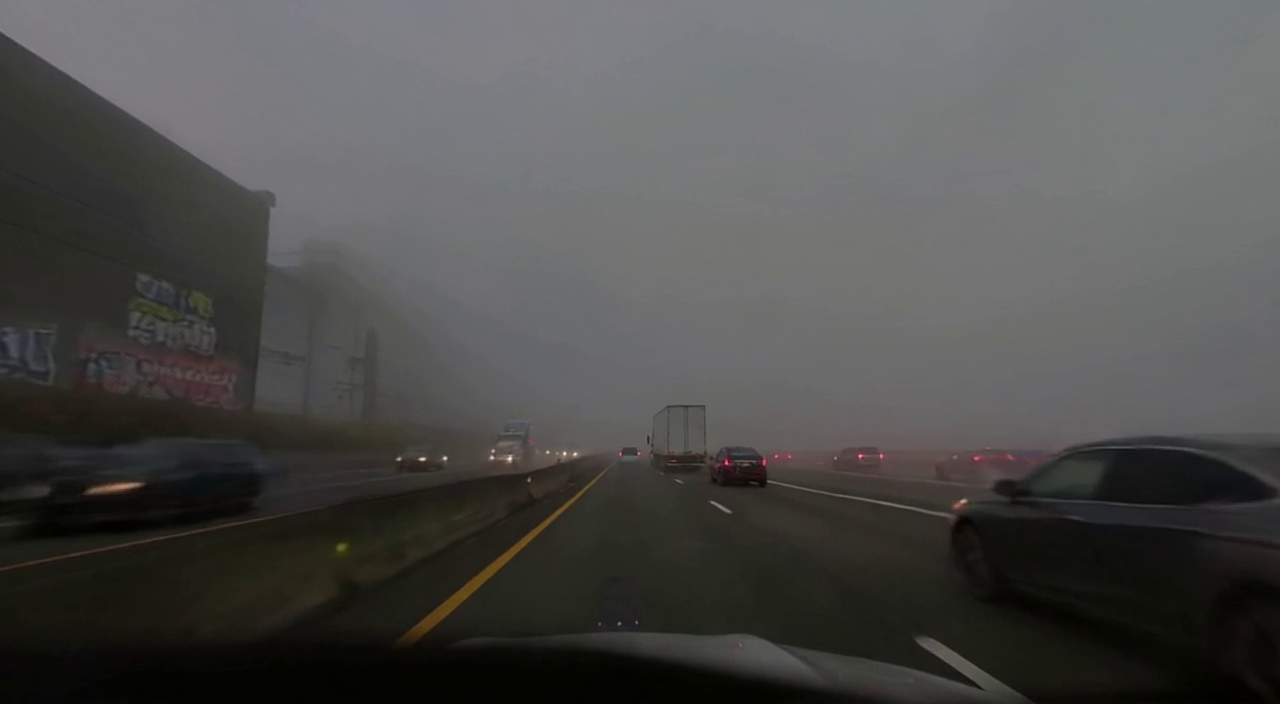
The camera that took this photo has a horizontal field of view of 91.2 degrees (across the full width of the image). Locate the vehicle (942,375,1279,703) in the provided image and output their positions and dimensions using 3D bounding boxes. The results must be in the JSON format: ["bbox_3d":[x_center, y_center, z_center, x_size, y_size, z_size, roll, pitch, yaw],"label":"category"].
[{"bbox_3d":[3.700,0.974,3.075,2.045,1.605,4.674,0,-9,-1],"label":"vehicle"}]

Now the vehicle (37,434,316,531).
[{"bbox_3d":[-8.334,2.363,11.961,1.895,1.483,4.494,0,-9,0],"label":"vehicle"}]

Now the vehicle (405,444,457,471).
[{"bbox_3d":[-12.874,6.502,38.897,1.856,1.548,4.007,0,-9,0],"label":"vehicle"}]

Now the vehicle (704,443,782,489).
[{"bbox_3d":[3.834,4.326,24.155,2.085,1.588,4.436,0,-9,-2],"label":"vehicle"}]

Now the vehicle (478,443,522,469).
[{"bbox_3d":[-9.006,6.731,40.635,1.933,1.553,4.112,0,-9,-1],"label":"vehicle"}]

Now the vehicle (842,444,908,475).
[{"bbox_3d":[13.564,6.220,36.455,2.107,1.648,4.324,0,-9,0],"label":"vehicle"}]
